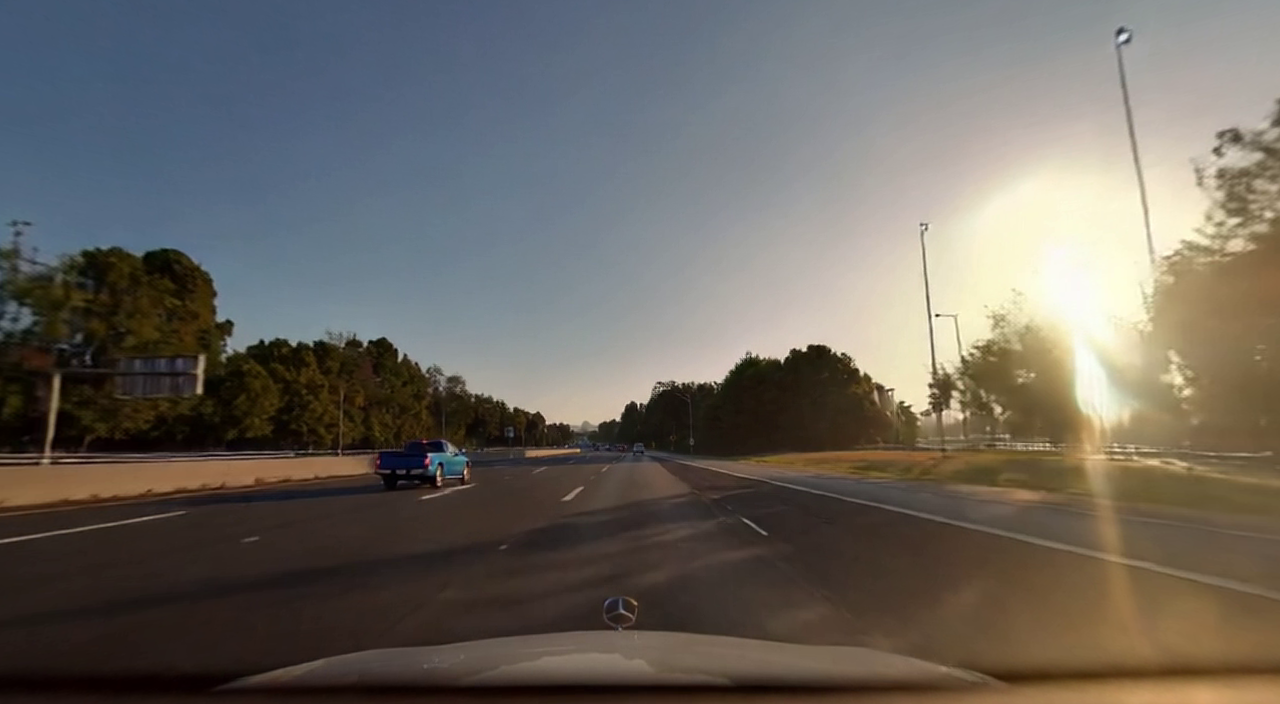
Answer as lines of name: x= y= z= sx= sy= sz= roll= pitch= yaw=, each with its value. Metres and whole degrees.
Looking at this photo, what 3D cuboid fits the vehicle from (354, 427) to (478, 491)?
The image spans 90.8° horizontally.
vehicle: x=-7.025 y=3.408 z=20.488 sx=2.231 sy=1.807 sz=4.758 roll=0 pitch=-8 yaw=0
